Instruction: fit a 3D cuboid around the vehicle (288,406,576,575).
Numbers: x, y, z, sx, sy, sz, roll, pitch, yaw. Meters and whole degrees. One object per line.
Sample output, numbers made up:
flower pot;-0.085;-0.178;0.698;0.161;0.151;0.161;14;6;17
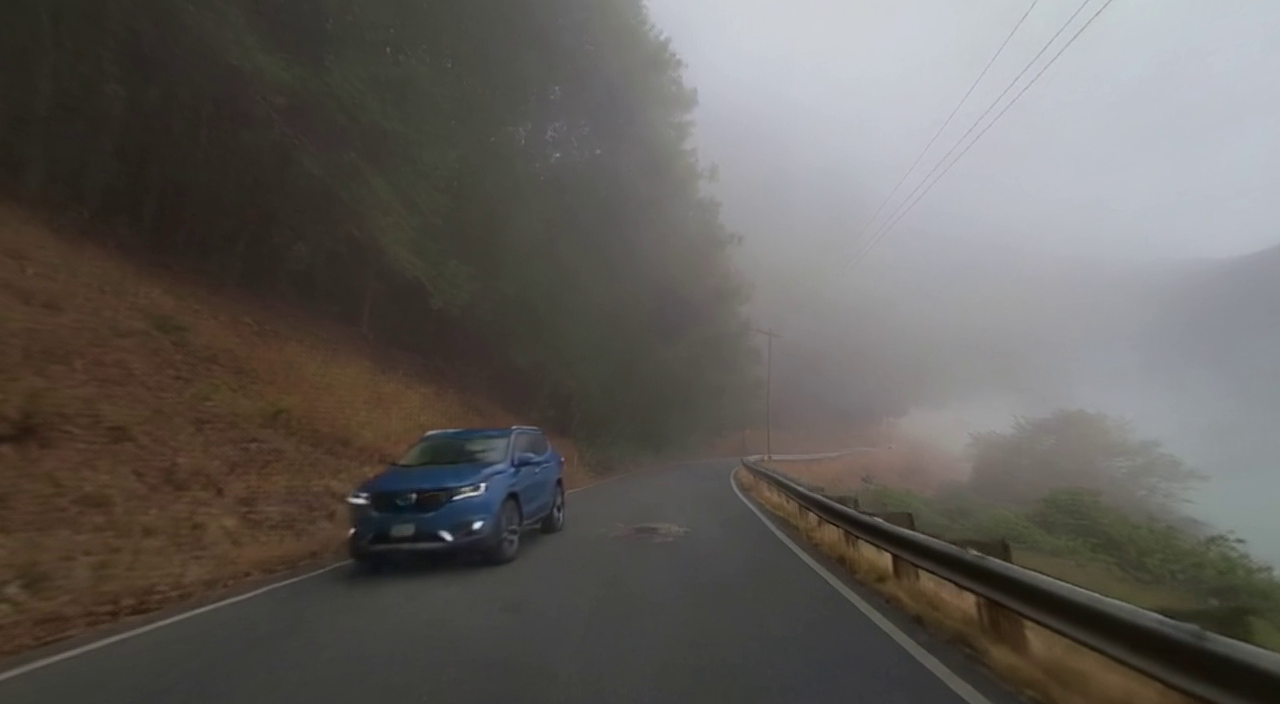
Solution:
vehicle;-2.534;1.864;9.350;2.251;1.799;4.776;-1;-9;6
